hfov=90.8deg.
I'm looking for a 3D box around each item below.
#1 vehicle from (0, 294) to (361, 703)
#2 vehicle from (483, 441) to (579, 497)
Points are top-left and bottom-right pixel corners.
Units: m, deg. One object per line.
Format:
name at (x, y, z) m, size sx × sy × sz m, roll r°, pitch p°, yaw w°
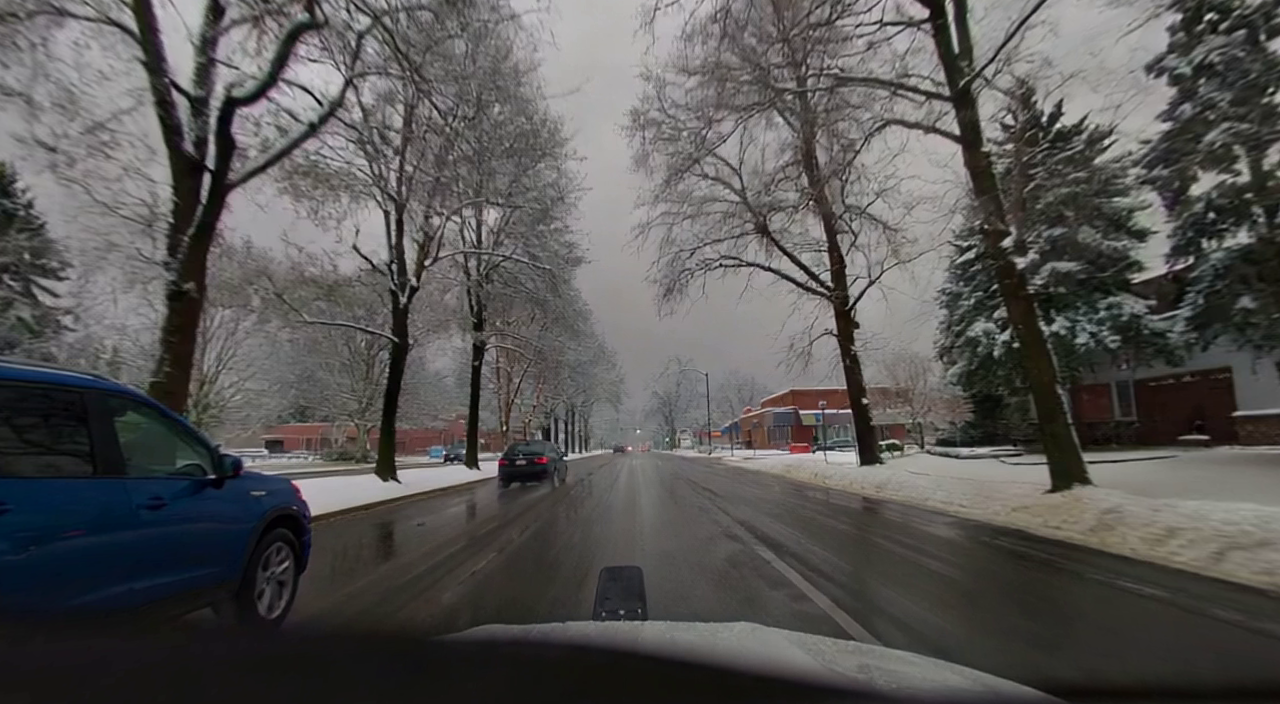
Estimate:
vehicle at (-3.331, 0.823, 3.005) m, size 2.042 × 1.817 × 4.364 m, roll 0°, pitch -9°, yaw -1°
vehicle at (-3.113, 3.453, 19.159) m, size 2.069 × 1.470 × 4.601 m, roll 0°, pitch -9°, yaw 0°
